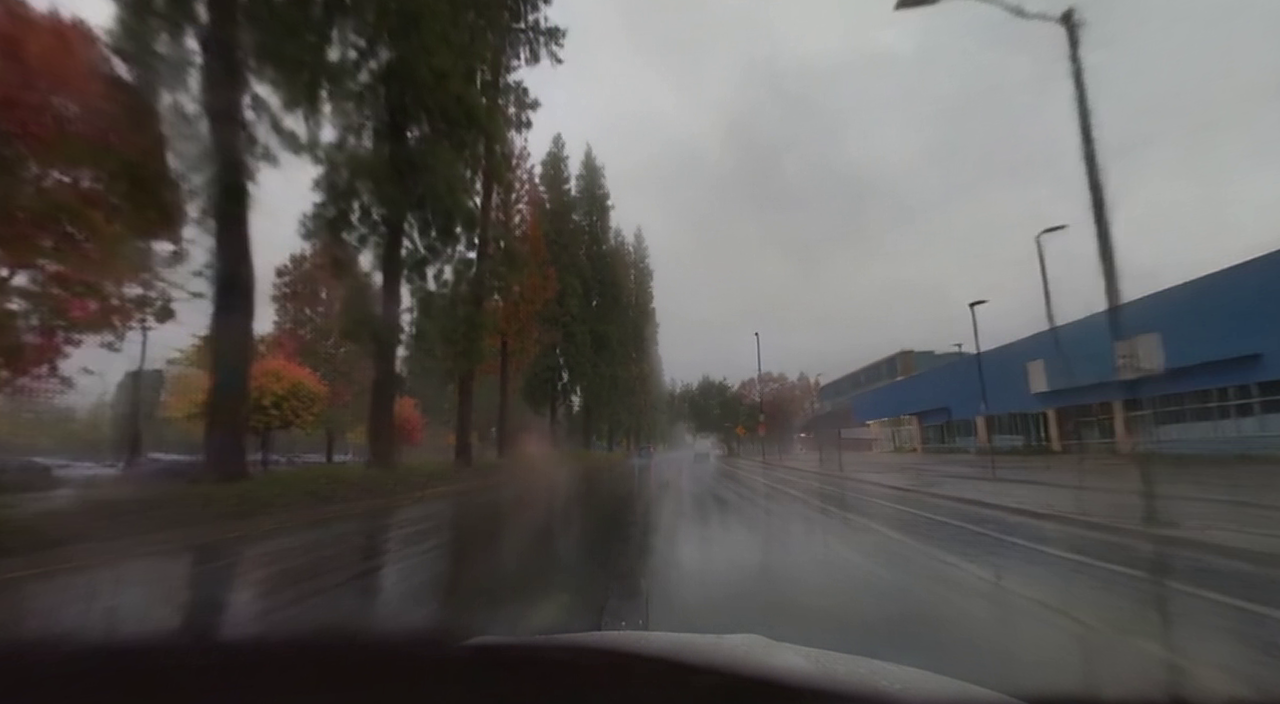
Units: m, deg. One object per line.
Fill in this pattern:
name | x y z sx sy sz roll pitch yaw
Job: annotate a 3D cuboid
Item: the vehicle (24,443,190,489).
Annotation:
vehicle | -23.569 5.059 28.315 2.162 1.818 5.758 -1 -9 4
